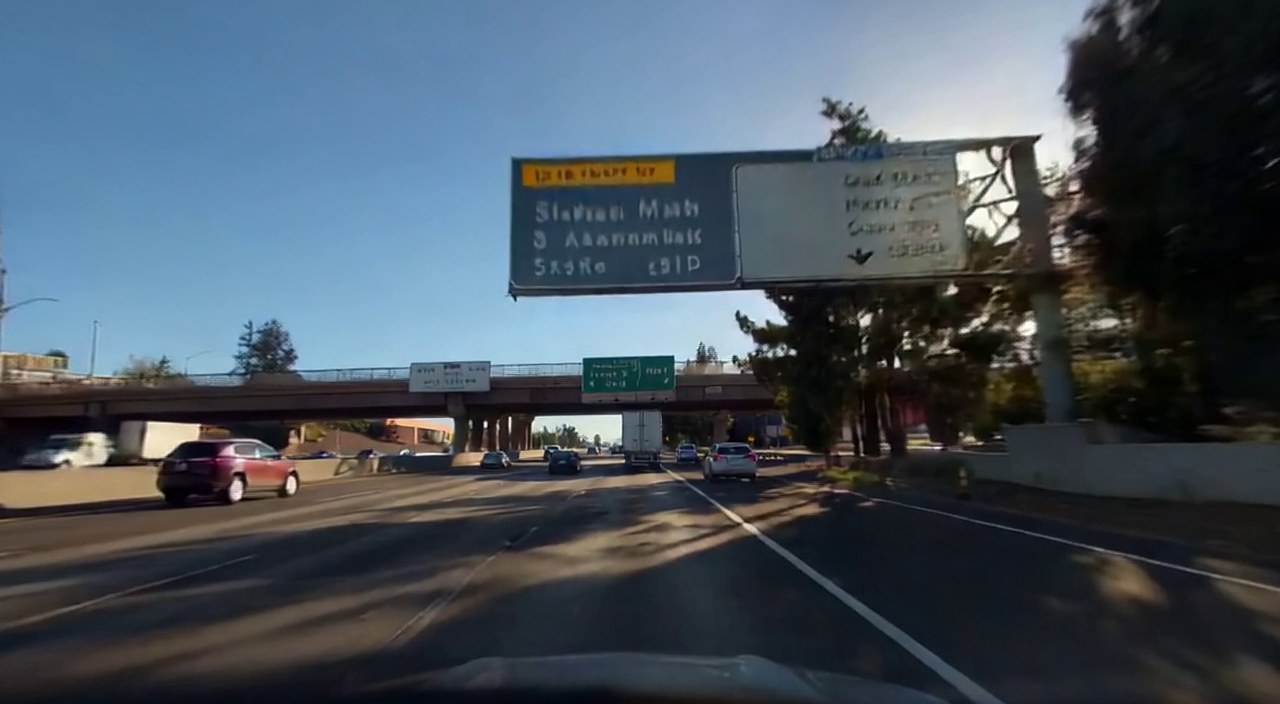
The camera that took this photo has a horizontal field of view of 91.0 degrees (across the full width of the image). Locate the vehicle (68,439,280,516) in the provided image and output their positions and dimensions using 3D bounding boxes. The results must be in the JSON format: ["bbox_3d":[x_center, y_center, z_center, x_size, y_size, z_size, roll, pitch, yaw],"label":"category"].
[{"bbox_3d":[-11.185,3.010,15.615,1.966,1.627,4.258,0,-9,0],"label":"vehicle"}]

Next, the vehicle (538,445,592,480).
[{"bbox_3d":[-3.580,5.340,30.778,2.083,1.576,4.307,0,-9,1],"label":"vehicle"}]

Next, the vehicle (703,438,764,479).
[{"bbox_3d":[4.216,4.883,29.062,2.107,1.707,4.445,0,-9,0],"label":"vehicle"}]

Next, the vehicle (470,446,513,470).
[{"bbox_3d":[-10.903,7.807,46.564,2.080,1.637,4.581,0,-9,0],"label":"vehicle"}]
